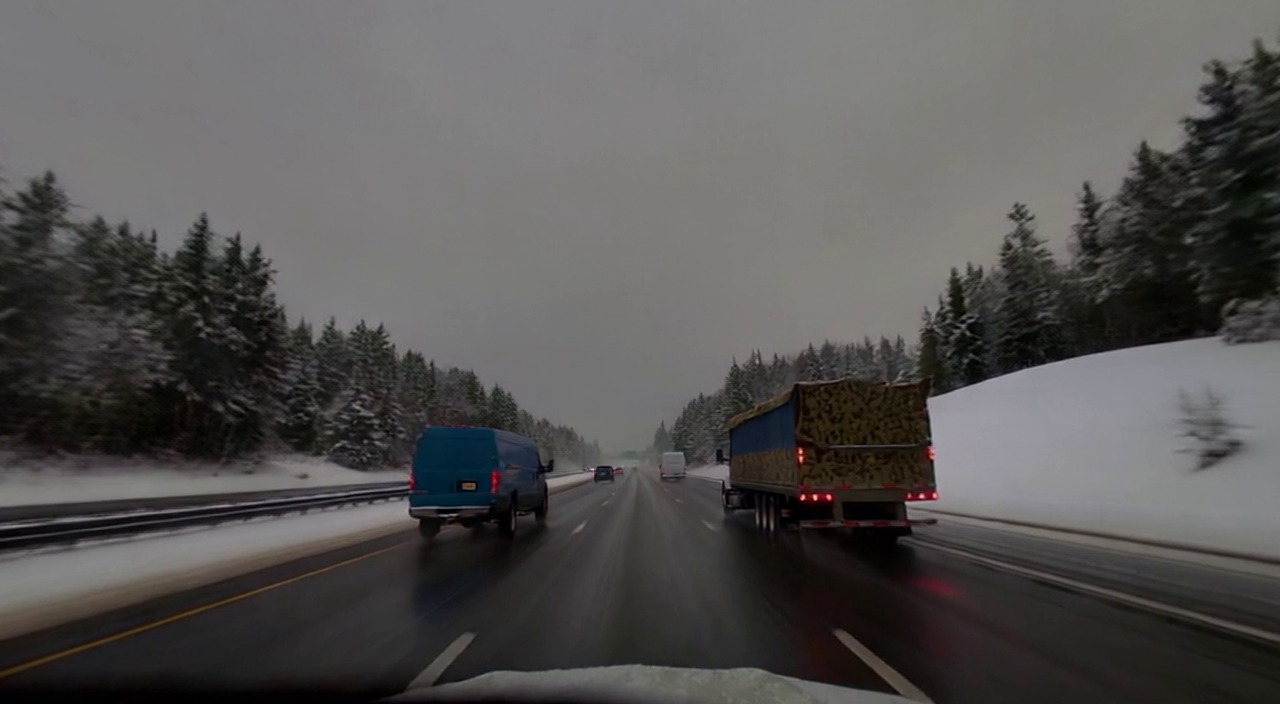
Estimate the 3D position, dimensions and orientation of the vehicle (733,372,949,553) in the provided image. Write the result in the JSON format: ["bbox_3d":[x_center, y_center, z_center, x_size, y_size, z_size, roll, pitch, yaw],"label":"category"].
[{"bbox_3d":[3.744,2.307,13.192,2.703,2.988,5.097,1,-10,-1],"label":"vehicle"}]

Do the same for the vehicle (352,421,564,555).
[{"bbox_3d":[-3.007,2.476,11.942,2.378,1.930,5.086,1,-10,1],"label":"vehicle"}]
